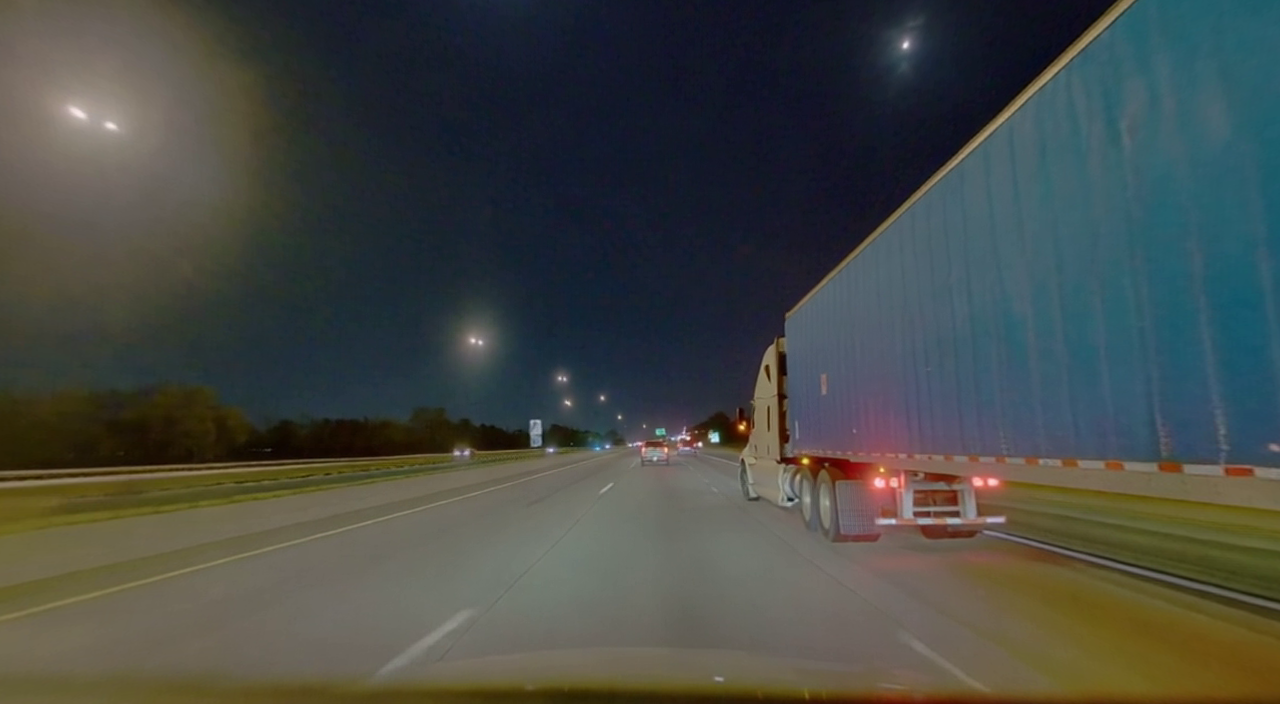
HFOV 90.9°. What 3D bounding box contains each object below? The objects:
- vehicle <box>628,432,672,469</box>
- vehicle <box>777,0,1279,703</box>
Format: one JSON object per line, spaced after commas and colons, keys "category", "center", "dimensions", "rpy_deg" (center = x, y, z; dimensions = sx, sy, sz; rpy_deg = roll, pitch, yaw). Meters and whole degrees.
{"category": "vehicle", "center": [0.545, 5.327, 34.216], "dimensions": [2.205, 1.860, 4.301], "rpy_deg": [-1, -8, 1]}
{"category": "vehicle", "center": [3.930, -0.106, 3.716], "dimensions": [3.019, 4.145, 16.453], "rpy_deg": [-1, -8, 2]}
